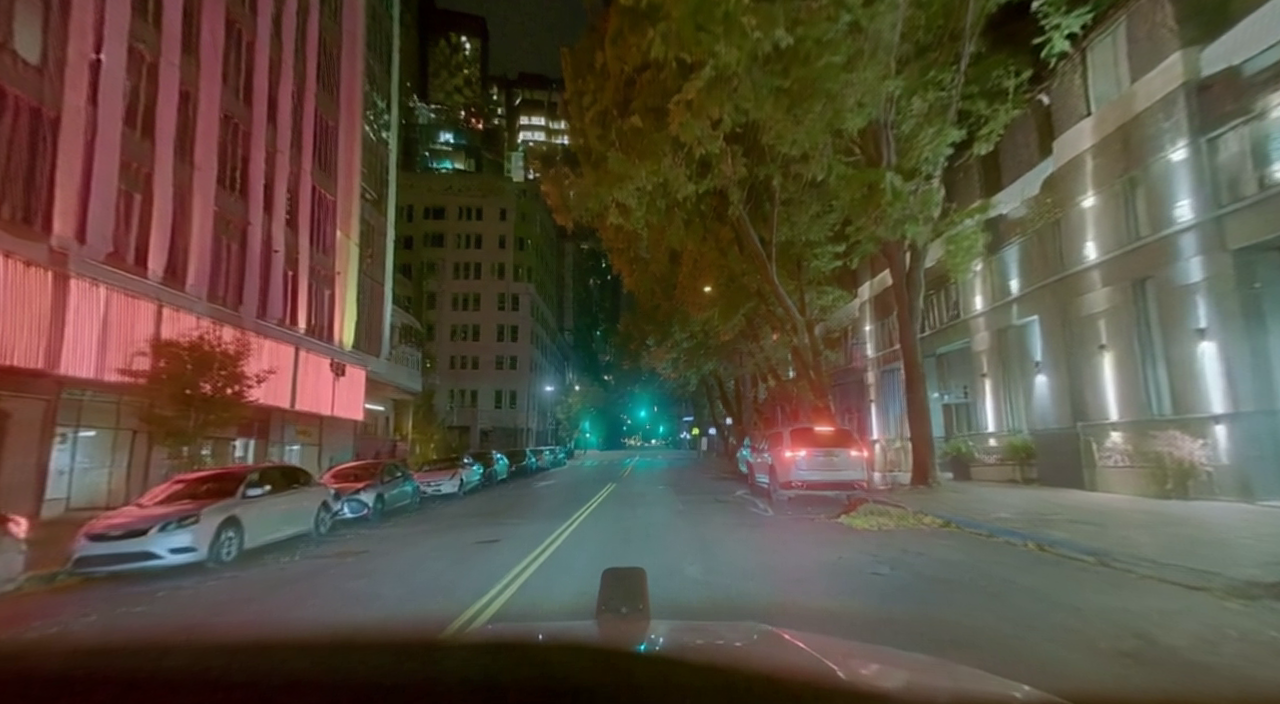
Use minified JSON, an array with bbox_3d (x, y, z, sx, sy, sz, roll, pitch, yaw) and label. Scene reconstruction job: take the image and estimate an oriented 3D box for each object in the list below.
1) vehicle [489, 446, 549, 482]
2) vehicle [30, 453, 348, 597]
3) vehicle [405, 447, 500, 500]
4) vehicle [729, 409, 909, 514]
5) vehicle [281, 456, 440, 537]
[{"bbox_3d":[-6.209,5.748,32.846,2.270,1.539,4.855,-4,-8,-2],"label":"vehicle"},{"bbox_3d":[-6.831,2.576,10.417,1.944,1.574,4.717,-4,-8,-2],"label":"vehicle"},{"bbox_3d":[-6.509,4.209,22.406,2.110,1.498,4.555,-4,-8,-2],"label":"vehicle"},{"bbox_3d":[4.132,2.690,16.072,2.568,2.001,5.999,-4,-8,-2],"label":"vehicle"},{"bbox_3d":[-6.726,3.461,15.867,1.889,1.451,5.013,-4,-8,-2],"label":"vehicle"}]
